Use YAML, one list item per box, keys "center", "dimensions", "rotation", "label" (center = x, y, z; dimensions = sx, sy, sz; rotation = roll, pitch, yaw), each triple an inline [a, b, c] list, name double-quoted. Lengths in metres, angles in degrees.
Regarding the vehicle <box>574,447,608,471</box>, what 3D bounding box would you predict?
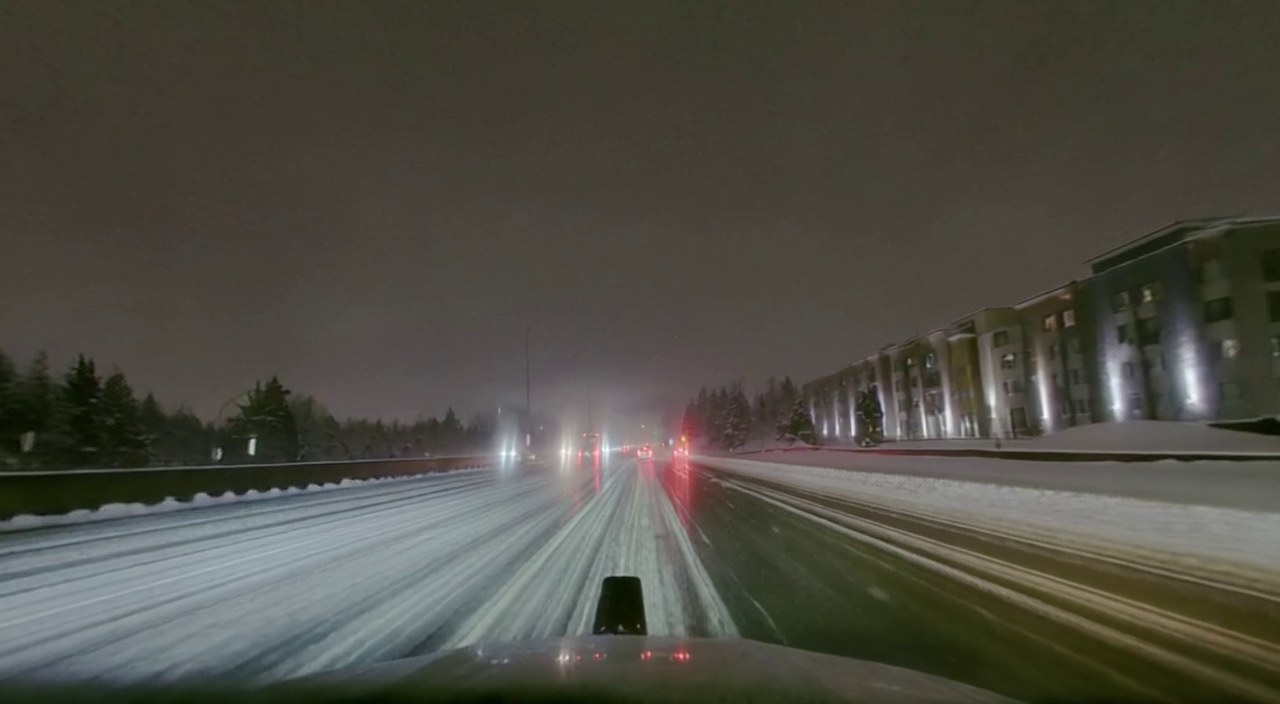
- center: [-3.555, 7.864, 46.453]
  dimensions: [2.195, 1.630, 4.336]
  rotation: [0, -9, 0]
  label: "vehicle"
